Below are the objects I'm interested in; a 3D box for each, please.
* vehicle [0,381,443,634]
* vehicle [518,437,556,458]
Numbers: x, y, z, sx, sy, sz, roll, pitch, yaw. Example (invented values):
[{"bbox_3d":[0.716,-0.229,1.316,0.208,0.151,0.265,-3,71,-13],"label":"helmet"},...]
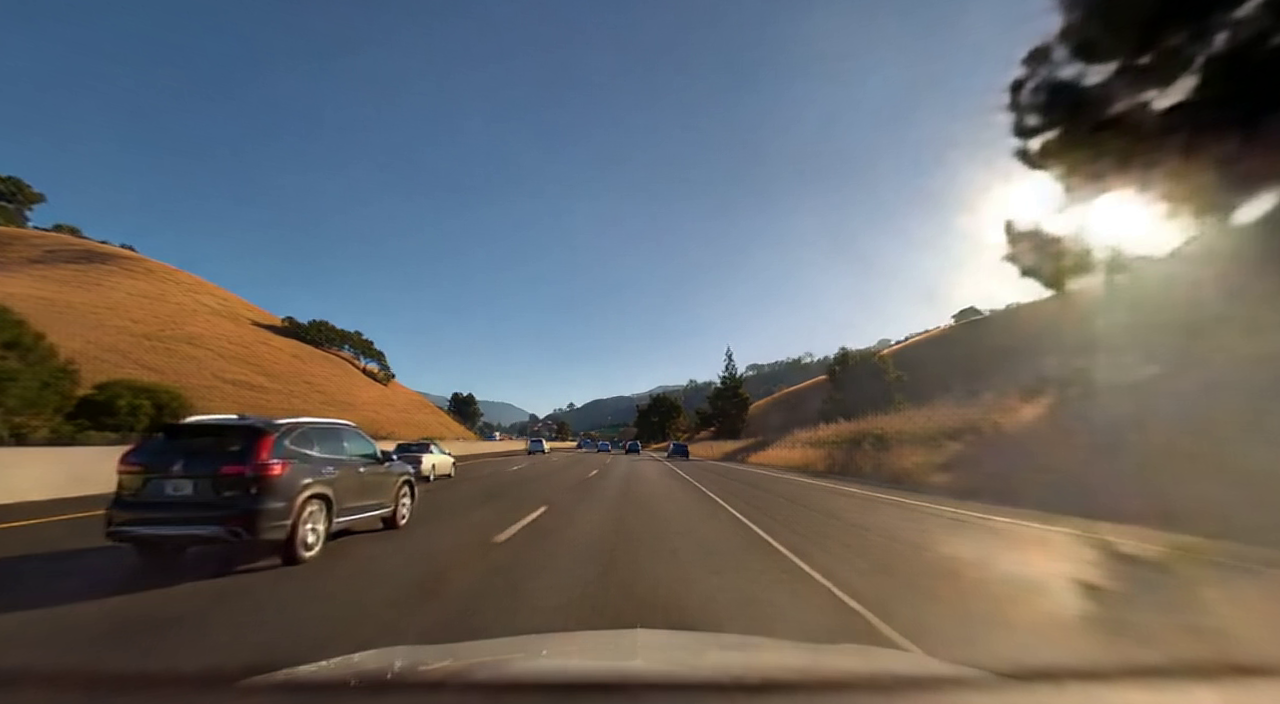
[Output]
[{"bbox_3d":[-3.934,1.393,6.672,2.166,1.700,4.661,0,-8,0],"label":"vehicle"},{"bbox_3d":[-7.587,7.116,47.021,2.020,1.447,4.322,0,-8,1],"label":"vehicle"}]
